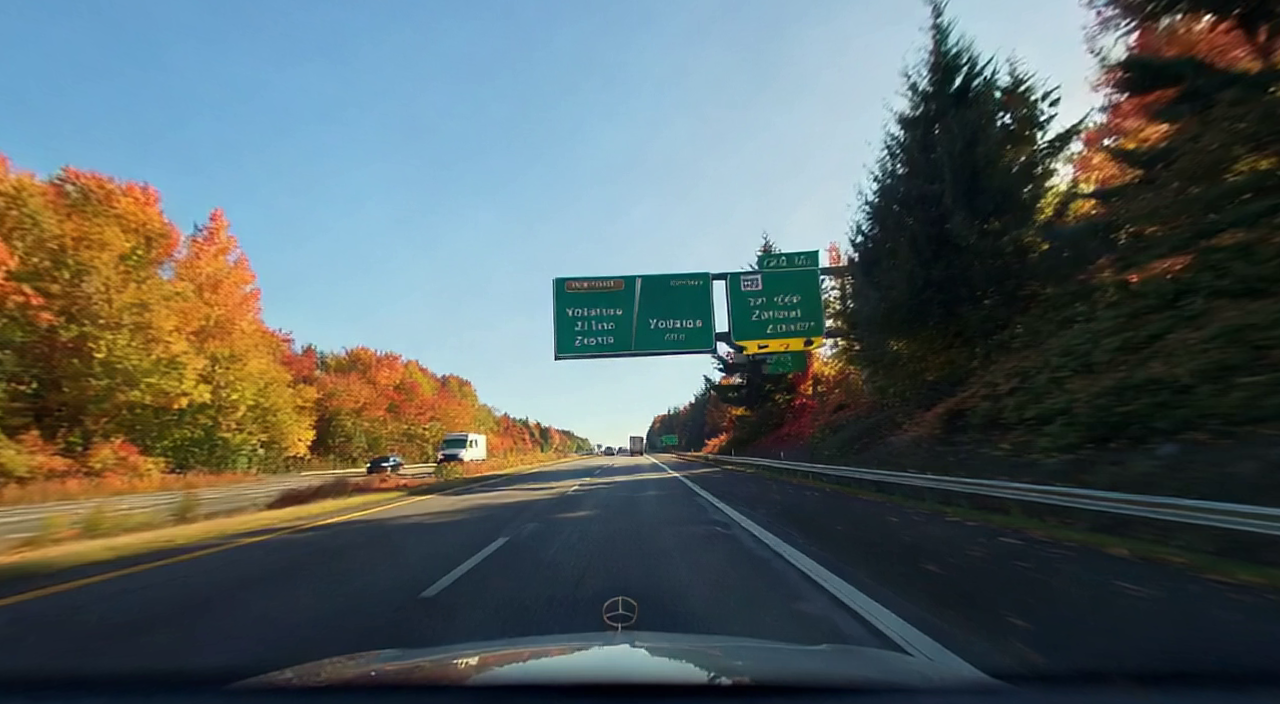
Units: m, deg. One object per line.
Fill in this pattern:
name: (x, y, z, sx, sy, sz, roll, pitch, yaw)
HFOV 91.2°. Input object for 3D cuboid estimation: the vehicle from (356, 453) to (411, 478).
vehicle: (-16.940, 7.523, 41.666, 1.850, 1.516, 4.378, 0, -9, -1)

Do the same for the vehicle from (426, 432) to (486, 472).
vehicle: (-13.323, 7.293, 45.852, 2.347, 2.651, 6.933, 0, -9, -1)
